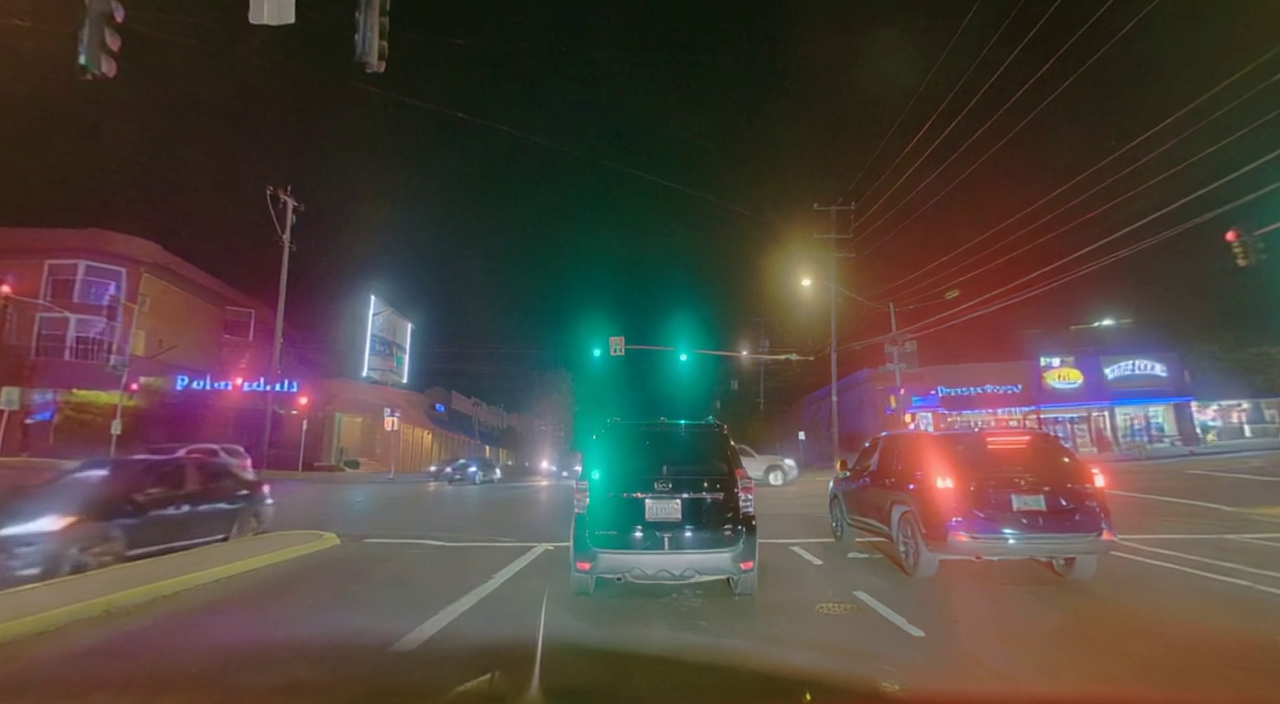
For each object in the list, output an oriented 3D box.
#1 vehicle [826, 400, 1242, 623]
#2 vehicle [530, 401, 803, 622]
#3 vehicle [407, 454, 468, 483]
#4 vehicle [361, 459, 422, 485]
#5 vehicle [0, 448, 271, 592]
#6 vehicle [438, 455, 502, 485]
[{"bbox_3d":[3.607,1.516,6.953,1.976,1.664,4.189,-1,-8,2],"label":"vehicle"},{"bbox_3d":[0.256,1.509,6.828,2.098,1.682,3.778,0,-8,2],"label":"vehicle"},{"bbox_3d":[-12.845,7.399,40.383,1.943,1.680,4.709,-1,-8,6],"label":"vehicle"},{"bbox_3d":[-16.243,7.845,41.443,1.872,1.433,4.404,-1,-8,6],"label":"vehicle"},{"bbox_3d":[-7.524,2.098,8.833,1.924,1.453,4.343,-1,-8,3],"label":"vehicle"},{"bbox_3d":[-9.392,6.559,35.352,1.911,1.461,4.691,-1,-8,5],"label":"vehicle"}]
